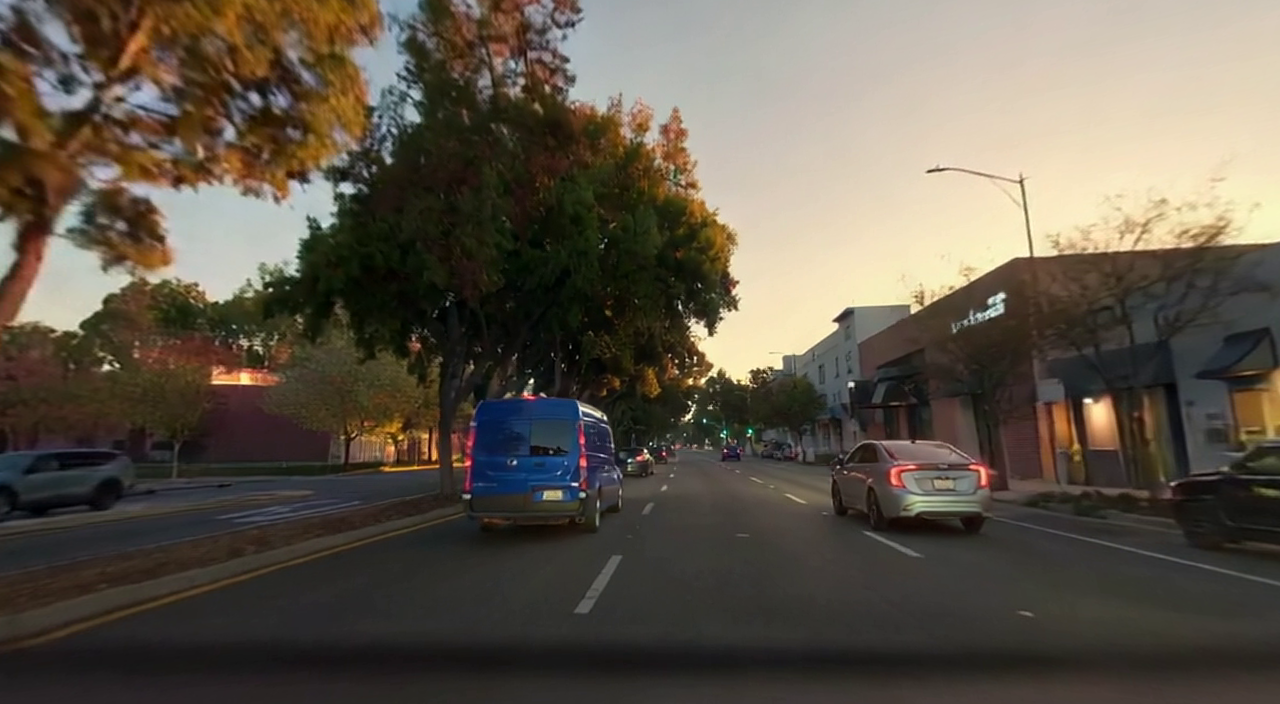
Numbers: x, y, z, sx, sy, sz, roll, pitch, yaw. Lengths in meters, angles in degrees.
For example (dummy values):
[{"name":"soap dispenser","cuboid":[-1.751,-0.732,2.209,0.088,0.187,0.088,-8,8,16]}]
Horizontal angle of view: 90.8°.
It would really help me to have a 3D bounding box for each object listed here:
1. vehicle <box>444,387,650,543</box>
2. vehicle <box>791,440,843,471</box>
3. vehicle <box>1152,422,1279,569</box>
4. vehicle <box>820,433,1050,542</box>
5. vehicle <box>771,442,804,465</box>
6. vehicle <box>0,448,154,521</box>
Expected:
[{"name":"vehicle","cuboid":[-1.272,1.992,11.711,2.490,2.153,5.594,-1,-9,5]},{"name":"vehicle","cuboid":[10.690,6.284,38.460,2.017,1.745,4.670,0,-9,3]},{"name":"vehicle","cuboid":[8.119,1.538,6.663,1.983,1.618,4.108,0,-9,1]},{"name":"vehicle","cuboid":[4.729,2.220,11.076,2.021,1.491,4.563,-1,-9,3]},{"name":"vehicle","cuboid":[11.474,7.910,49.386,1.962,1.741,4.289,-1,-9,5]},{"name":"vehicle","cuboid":[-14.256,3.025,14.846,1.889,1.525,4.351,-1,-9,6]}]
